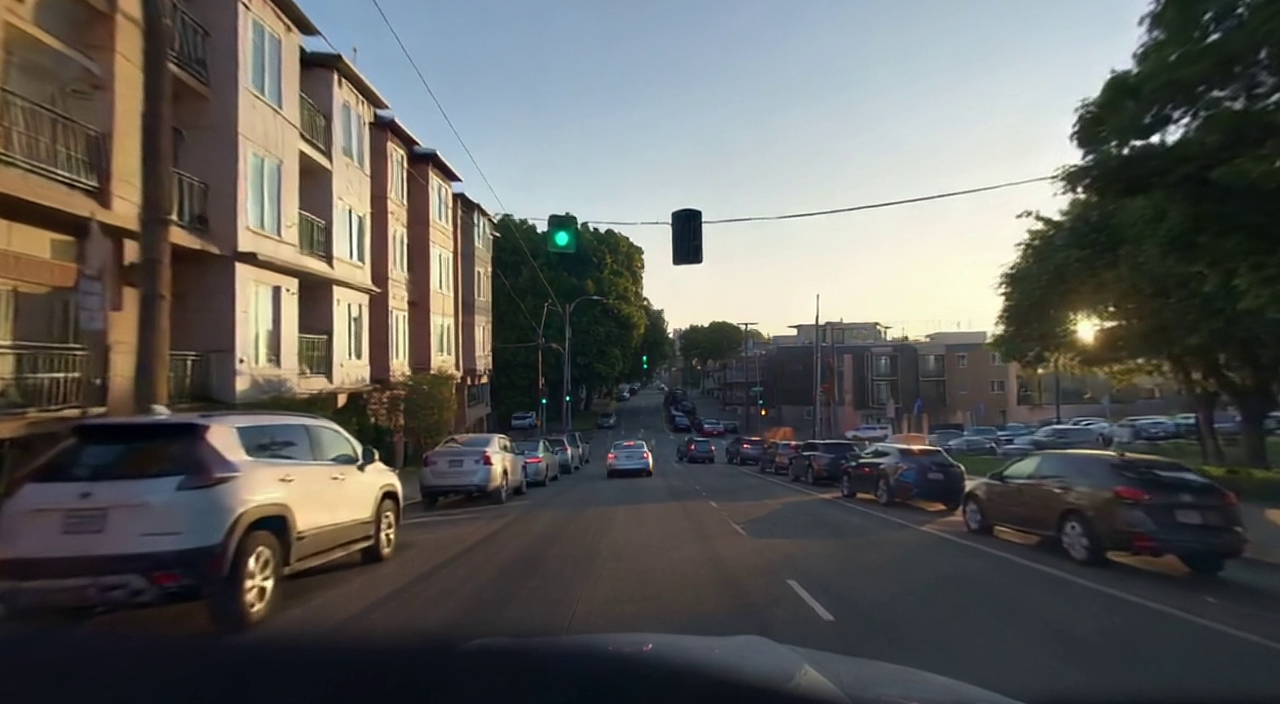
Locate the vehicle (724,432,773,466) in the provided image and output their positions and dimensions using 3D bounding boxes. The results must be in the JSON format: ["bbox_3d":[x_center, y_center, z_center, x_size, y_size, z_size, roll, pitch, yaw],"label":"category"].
[{"bbox_3d":[6.029,5.441,35.516,1.999,1.752,4.502,0,-8,0],"label":"vehicle"}]

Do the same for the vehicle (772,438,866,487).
[{"bbox_3d":[6.045,3.775,21.831,1.938,1.487,4.371,0,-8,0],"label":"vehicle"}]

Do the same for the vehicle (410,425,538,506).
[{"bbox_3d":[-3.710,2.604,14.819,1.831,1.650,3.852,0,-8,2],"label":"vehicle"}]

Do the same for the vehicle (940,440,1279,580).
[{"bbox_3d":[6.157,2.010,8.884,1.814,1.490,4.109,0,-9,0],"label":"vehicle"}]

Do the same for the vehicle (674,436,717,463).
[{"bbox_3d":[3.119,5.601,36.268,2.055,1.450,4.676,0,-8,0],"label":"vehicle"}]

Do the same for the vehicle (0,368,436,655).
[{"bbox_3d":[-3.668,1.291,6.079,1.975,1.759,4.250,0,-8,0],"label":"vehicle"}]

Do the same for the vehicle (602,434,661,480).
[{"bbox_3d":[-0.291,3.718,22.558,1.923,1.460,3.923,0,-8,-1],"label":"vehicle"}]

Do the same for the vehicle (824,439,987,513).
[{"bbox_3d":[6.174,2.911,15.389,1.980,1.518,4.526,0,-8,0],"label":"vehicle"}]
